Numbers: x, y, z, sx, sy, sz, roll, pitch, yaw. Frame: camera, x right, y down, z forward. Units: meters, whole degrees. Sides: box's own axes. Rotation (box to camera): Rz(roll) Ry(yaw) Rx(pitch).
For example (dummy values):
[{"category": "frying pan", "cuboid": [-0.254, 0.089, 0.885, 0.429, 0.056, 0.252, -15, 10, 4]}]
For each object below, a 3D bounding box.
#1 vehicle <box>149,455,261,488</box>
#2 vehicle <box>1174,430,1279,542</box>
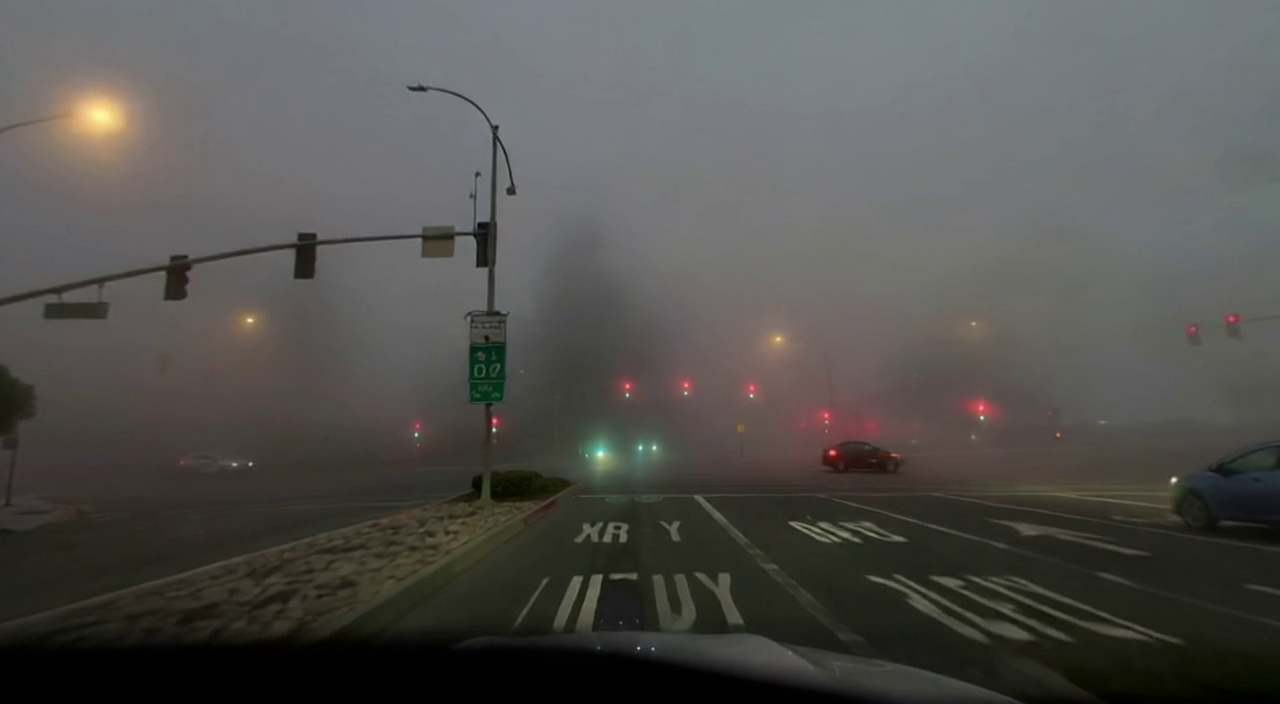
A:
[{"category": "vehicle", "cuboid": [-24.402, 6.715, 35.567, 4.706, 1.734, 2.253, -1, -9, 6]}, {"category": "vehicle", "cuboid": [9.701, 1.734, 8.012, 1.933, 1.500, 4.458, 0, -9, 0]}]
